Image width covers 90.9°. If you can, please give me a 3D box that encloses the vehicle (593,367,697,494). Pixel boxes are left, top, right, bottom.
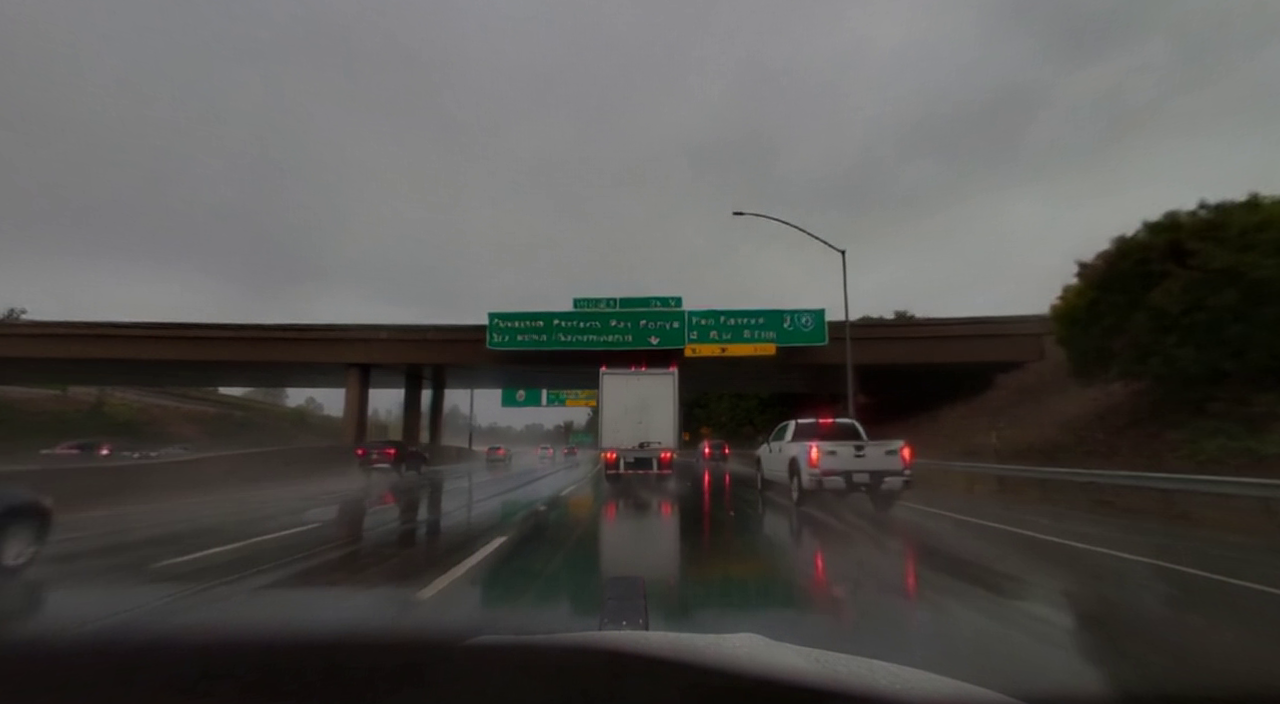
[{"bbox_3d":[-0.062,3.020,23.250,2.916,3.584,10.841,0,-9,-2],"label":"vehicle"}]

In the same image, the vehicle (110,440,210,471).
[{"bbox_3d":[-34.365,7.454,45.491,2.187,2.054,6.638,0,-9,-2],"label":"vehicle"}]

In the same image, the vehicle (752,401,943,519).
[{"bbox_3d":[3.926,2.195,13.138,2.174,1.968,5.016,0,-9,-1],"label":"vehicle"}]

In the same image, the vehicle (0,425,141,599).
[{"bbox_3d":[-6.634,1.264,4.617,2.057,1.506,4.829,0,-9,-1],"label":"vehicle"}]

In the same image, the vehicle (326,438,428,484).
[{"bbox_3d":[-10.848,4.535,26.516,2.119,1.747,5.121,0,-9,-1],"label":"vehicle"}]

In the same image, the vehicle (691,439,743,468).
[{"bbox_3d":[4.186,5.606,35.028,2.108,1.508,4.744,0,-9,-2],"label":"vehicle"}]
